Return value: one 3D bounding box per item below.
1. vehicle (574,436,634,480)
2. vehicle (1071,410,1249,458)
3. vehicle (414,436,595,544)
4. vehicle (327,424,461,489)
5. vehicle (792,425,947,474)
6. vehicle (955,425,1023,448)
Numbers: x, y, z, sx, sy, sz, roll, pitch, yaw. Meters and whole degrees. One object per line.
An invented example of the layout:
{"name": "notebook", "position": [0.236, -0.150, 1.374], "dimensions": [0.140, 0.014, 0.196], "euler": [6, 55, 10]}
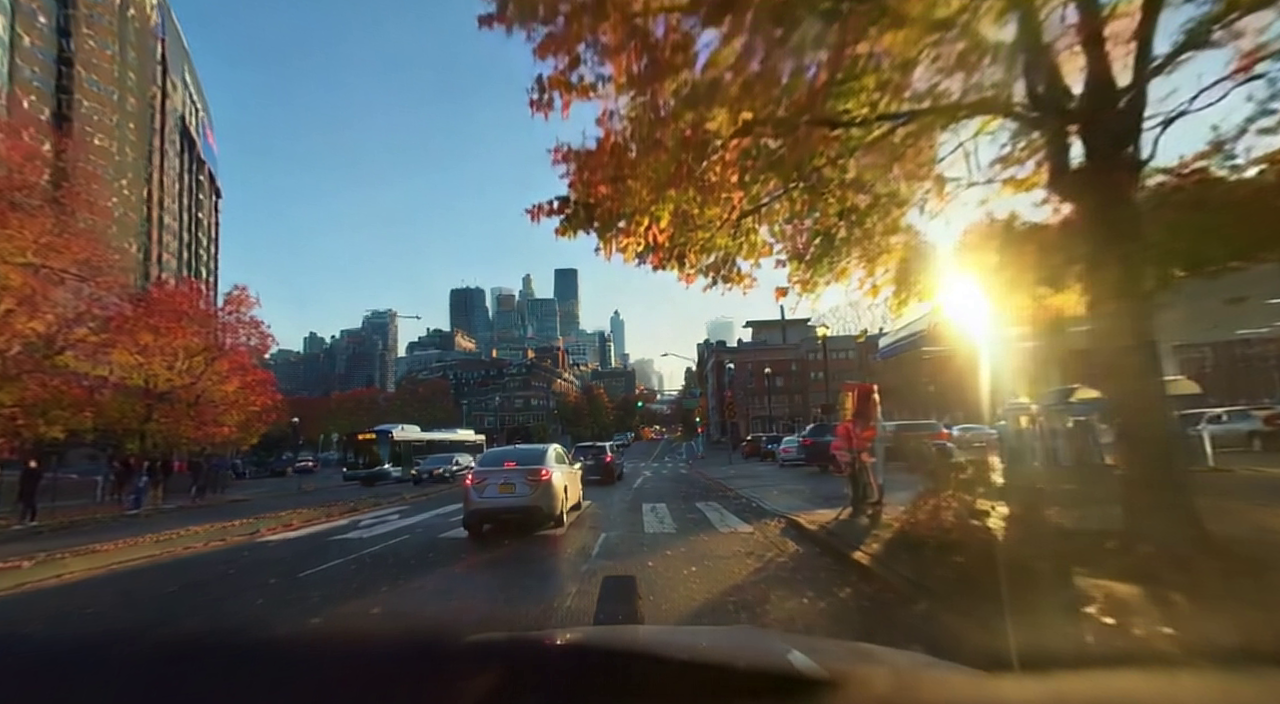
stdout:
{"name": "vehicle", "position": [-1.482, 4.633, 27.574], "dimensions": [2.365, 1.751, 3.904], "euler": [0, -9, 1]}
{"name": "vehicle", "position": [17.294, 2.769, 21.032], "dimensions": [4.064, 1.507, 2.078], "euler": [0, -9, 2]}
{"name": "vehicle", "position": [-2.078, 2.292, 10.991], "dimensions": [2.092, 1.507, 4.078], "euler": [-1, -9, 3]}
{"name": "vehicle", "position": [-14.048, 6.185, 37.436], "dimensions": [3.189, 3.205, 11.526], "euler": [0, -9, 1]}
{"name": "vehicle", "position": [8.374, 3.606, 23.277], "dimensions": [4.894, 1.451, 2.089], "euler": [-3, -8, 2]}
{"name": "vehicle", "position": [25.381, 6.172, 45.643], "dimensions": [3.847, 1.490, 1.883], "euler": [-1, -8, -6]}
